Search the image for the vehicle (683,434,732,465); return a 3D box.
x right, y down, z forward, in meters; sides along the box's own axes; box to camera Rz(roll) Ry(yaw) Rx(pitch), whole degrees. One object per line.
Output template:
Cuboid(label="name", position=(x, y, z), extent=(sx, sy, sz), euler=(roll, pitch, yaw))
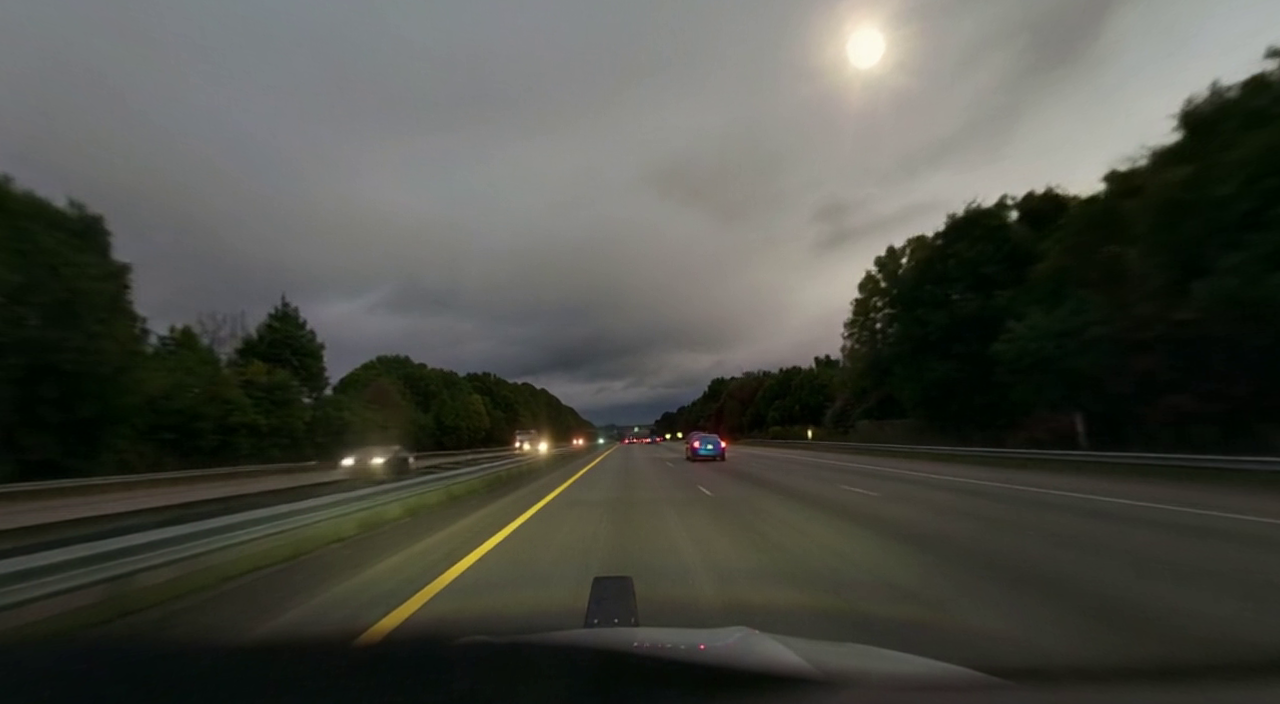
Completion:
Cuboid(label="vehicle", position=(3.428, 5.031, 32.844), extent=(2.017, 1.502, 4.369), euler=(0, -8, -1))

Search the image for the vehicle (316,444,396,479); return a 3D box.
Cuboid(label="vehicle", position=(-13.324, 5.115, 29.870), extent=(1.844, 1.473, 4.408), euler=(0, -8, -1))
